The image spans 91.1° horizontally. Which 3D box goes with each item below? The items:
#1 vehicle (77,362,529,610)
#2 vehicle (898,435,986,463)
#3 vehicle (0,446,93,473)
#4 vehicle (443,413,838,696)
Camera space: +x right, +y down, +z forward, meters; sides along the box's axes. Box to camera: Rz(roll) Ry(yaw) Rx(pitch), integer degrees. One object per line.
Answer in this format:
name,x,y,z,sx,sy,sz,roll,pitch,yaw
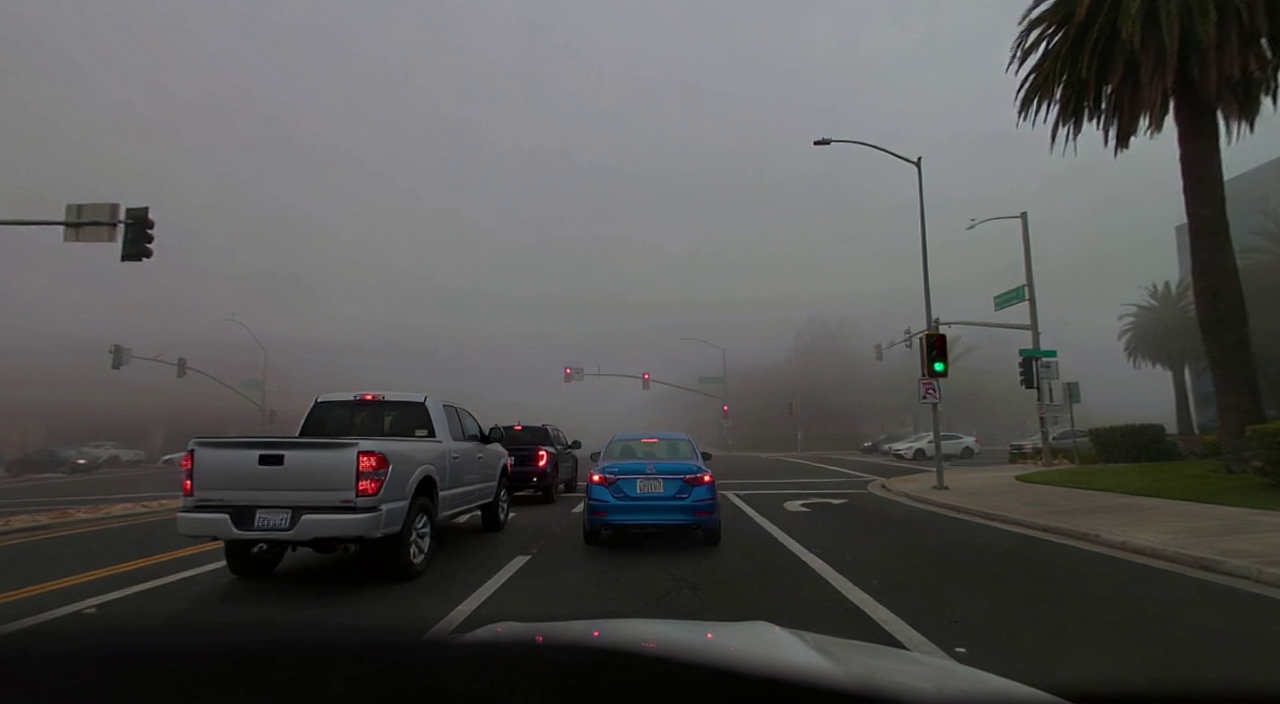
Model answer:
vehicle,-3.222,1.476,7.921,2.330,1.969,5.626,-1,-8,3
vehicle,18.823,6.063,39.294,4.466,1.717,1.963,0,-8,2
vehicle,-37.059,6.641,38.876,4.576,1.617,1.937,0,-8,2
vehicle,0.036,1.399,5.529,2.122,1.501,4.152,0,-8,1
